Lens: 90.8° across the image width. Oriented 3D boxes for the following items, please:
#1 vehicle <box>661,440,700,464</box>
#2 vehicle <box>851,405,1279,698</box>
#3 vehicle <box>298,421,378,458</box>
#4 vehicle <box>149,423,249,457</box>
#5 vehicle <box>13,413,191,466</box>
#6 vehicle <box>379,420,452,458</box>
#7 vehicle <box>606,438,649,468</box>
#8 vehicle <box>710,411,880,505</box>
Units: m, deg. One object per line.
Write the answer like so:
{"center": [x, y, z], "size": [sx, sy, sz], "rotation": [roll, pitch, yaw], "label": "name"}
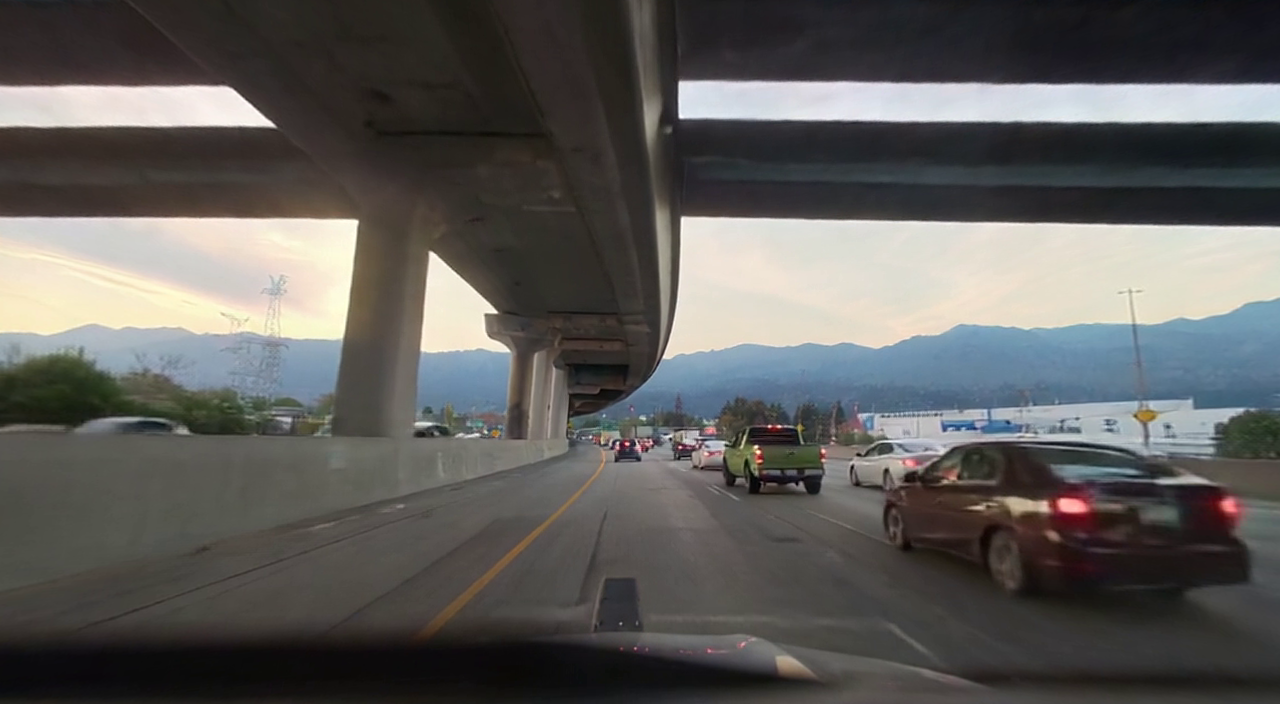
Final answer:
{"center": [2.654, 6.688, 42.500], "size": [2.057, 1.517, 4.538], "rotation": [0, -8, -3], "label": "vehicle"}
{"center": [3.850, 1.395, 5.810], "size": [2.048, 1.497, 4.952], "rotation": [0, -8, -1], "label": "vehicle"}
{"center": [-15.583, 4.583, 32.918], "size": [2.017, 1.764, 4.633], "rotation": [0, -8, -2], "label": "vehicle"}
{"center": [-23.191, 4.681, 33.487], "size": [1.997, 1.665, 4.822], "rotation": [0, -8, -3], "label": "vehicle"}
{"center": [-18.776, 3.135, 22.455], "size": [2.111, 1.654, 4.790], "rotation": [0, -8, -1], "label": "vehicle"}
{"center": [-11.427, 4.500, 32.523], "size": [2.118, 1.831, 4.729], "rotation": [0, -8, -2], "label": "vehicle"}
{"center": [-0.700, 5.556, 34.853], "size": [2.266, 1.549, 3.978], "rotation": [0, -8, -1], "label": "vehicle"}
{"center": [3.841, 2.872, 17.590], "size": [2.747, 2.061, 7.011], "rotation": [0, -8, -2], "label": "vehicle"}
